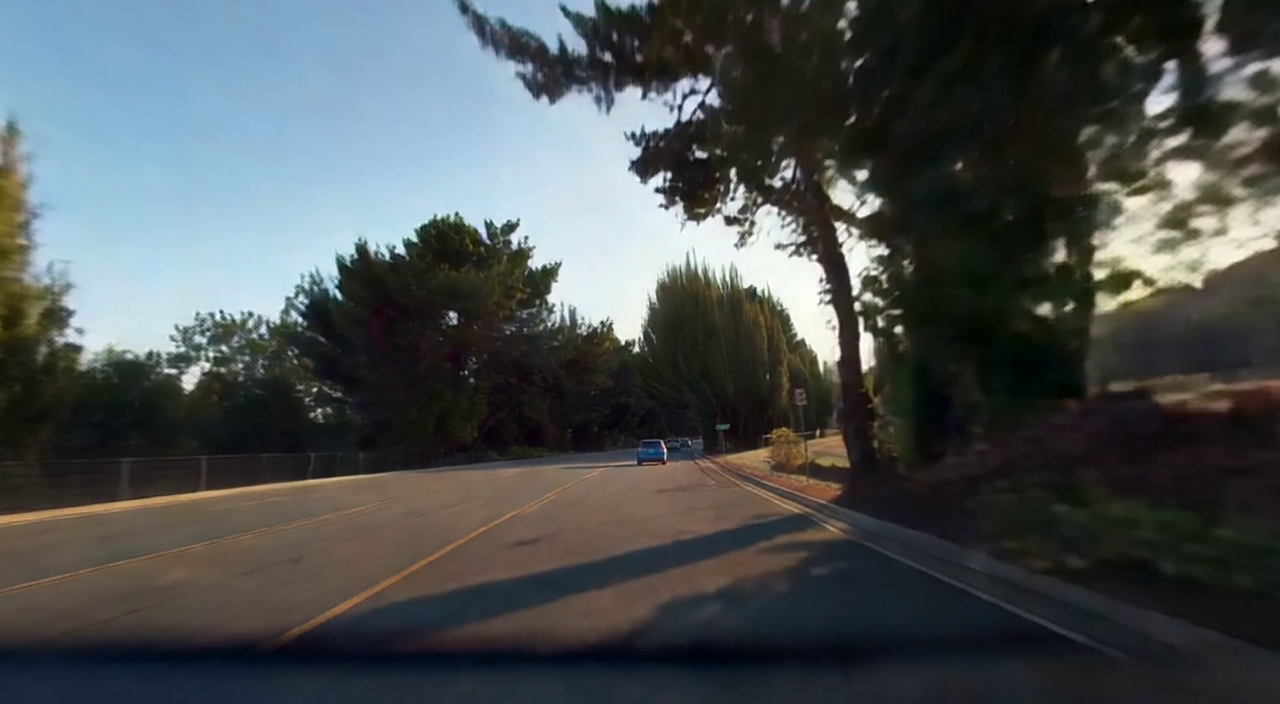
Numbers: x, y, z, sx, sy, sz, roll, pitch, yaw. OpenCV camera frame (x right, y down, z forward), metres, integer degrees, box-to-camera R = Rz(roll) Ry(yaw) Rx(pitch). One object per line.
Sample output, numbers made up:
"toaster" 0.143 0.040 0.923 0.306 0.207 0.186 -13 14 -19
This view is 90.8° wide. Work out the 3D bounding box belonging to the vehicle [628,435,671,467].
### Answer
"vehicle" 0.615 5.711 36.566 2.294 1.708 4.110 -1 -9 4
